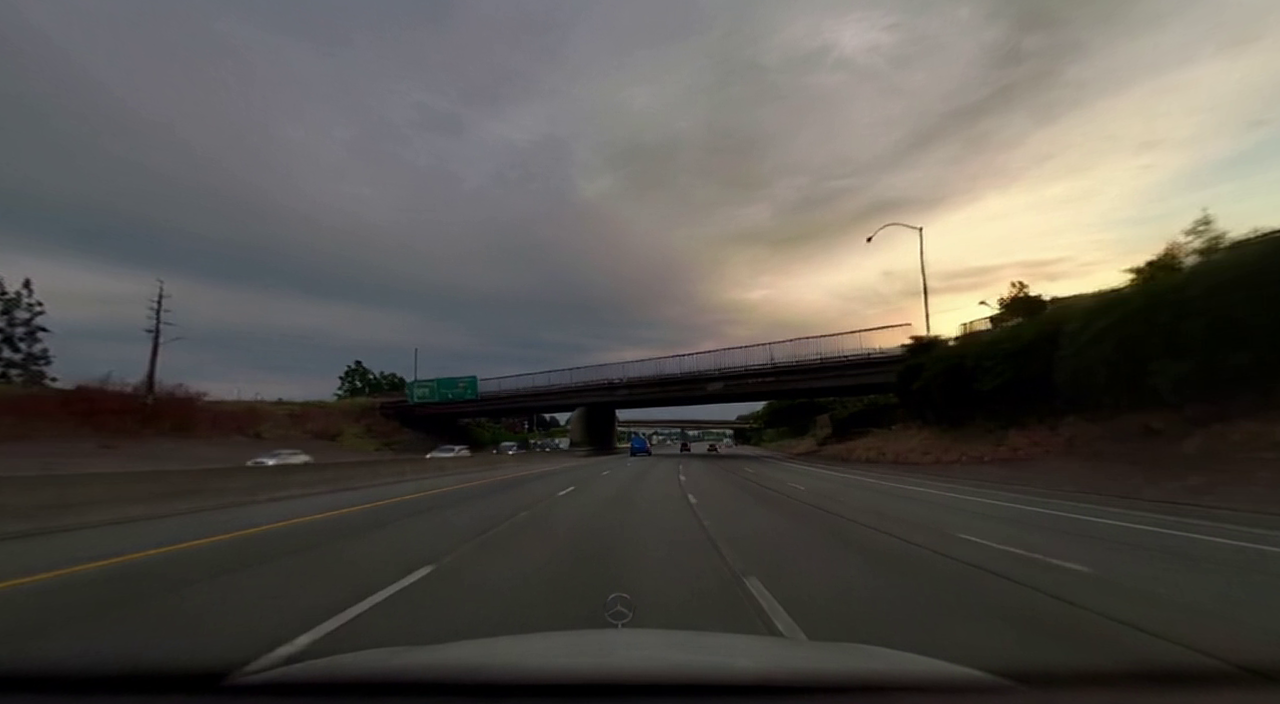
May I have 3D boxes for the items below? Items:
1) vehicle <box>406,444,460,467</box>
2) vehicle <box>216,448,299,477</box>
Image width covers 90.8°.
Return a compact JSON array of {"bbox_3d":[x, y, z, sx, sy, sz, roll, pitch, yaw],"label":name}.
[{"bbox_3d":[-15.258,7.636,46.890,2.086,1.630,4.882,-1,-8,4],"label":"vehicle"},{"bbox_3d":[-23.361,6.735,38.849,1.914,1.600,4.603,-1,-8,5],"label":"vehicle"}]
